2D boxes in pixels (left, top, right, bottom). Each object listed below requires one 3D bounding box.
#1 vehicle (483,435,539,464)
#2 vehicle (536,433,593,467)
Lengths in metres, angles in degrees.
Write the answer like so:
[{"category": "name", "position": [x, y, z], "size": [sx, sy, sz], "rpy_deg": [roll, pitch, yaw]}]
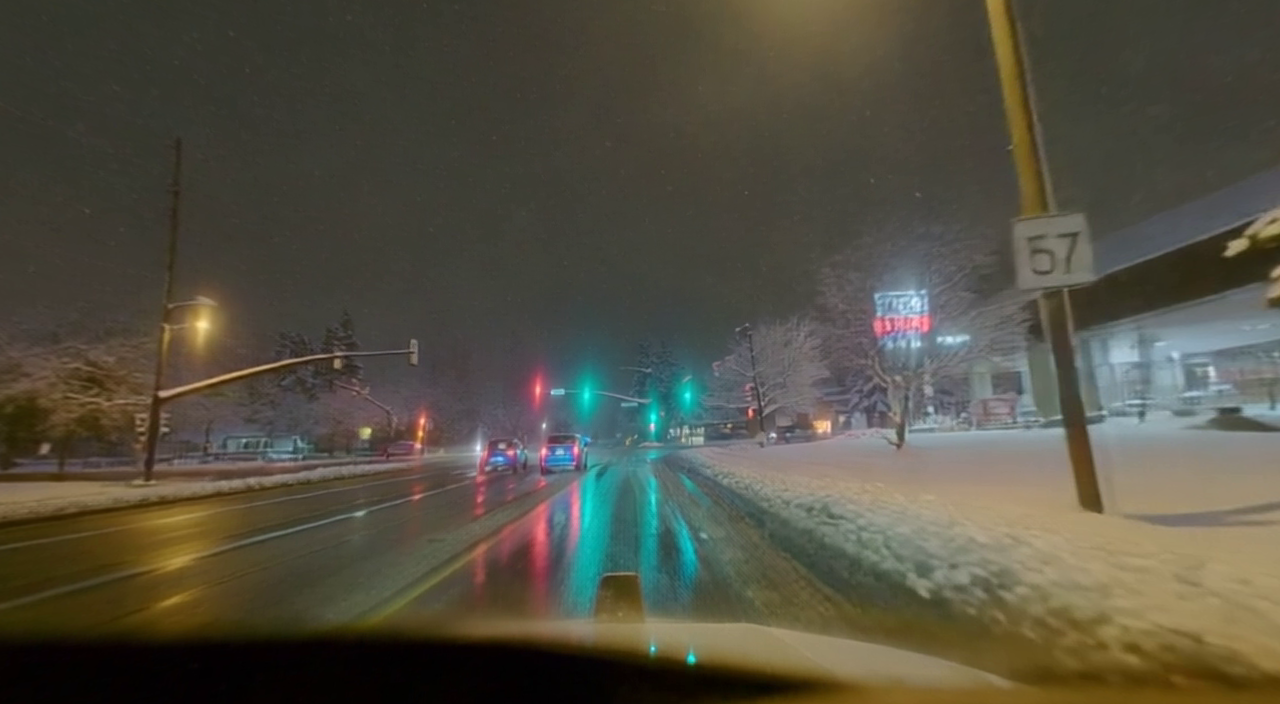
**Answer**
[{"category": "vehicle", "position": [-6.752, 5.160, 33.501], "size": [1.966, 1.439, 4.161], "rpy_deg": [0, -8, 2]}, {"category": "vehicle", "position": [-3.450, 4.596, 29.835], "size": [2.054, 1.449, 4.772], "rpy_deg": [0, -8, 1]}]
